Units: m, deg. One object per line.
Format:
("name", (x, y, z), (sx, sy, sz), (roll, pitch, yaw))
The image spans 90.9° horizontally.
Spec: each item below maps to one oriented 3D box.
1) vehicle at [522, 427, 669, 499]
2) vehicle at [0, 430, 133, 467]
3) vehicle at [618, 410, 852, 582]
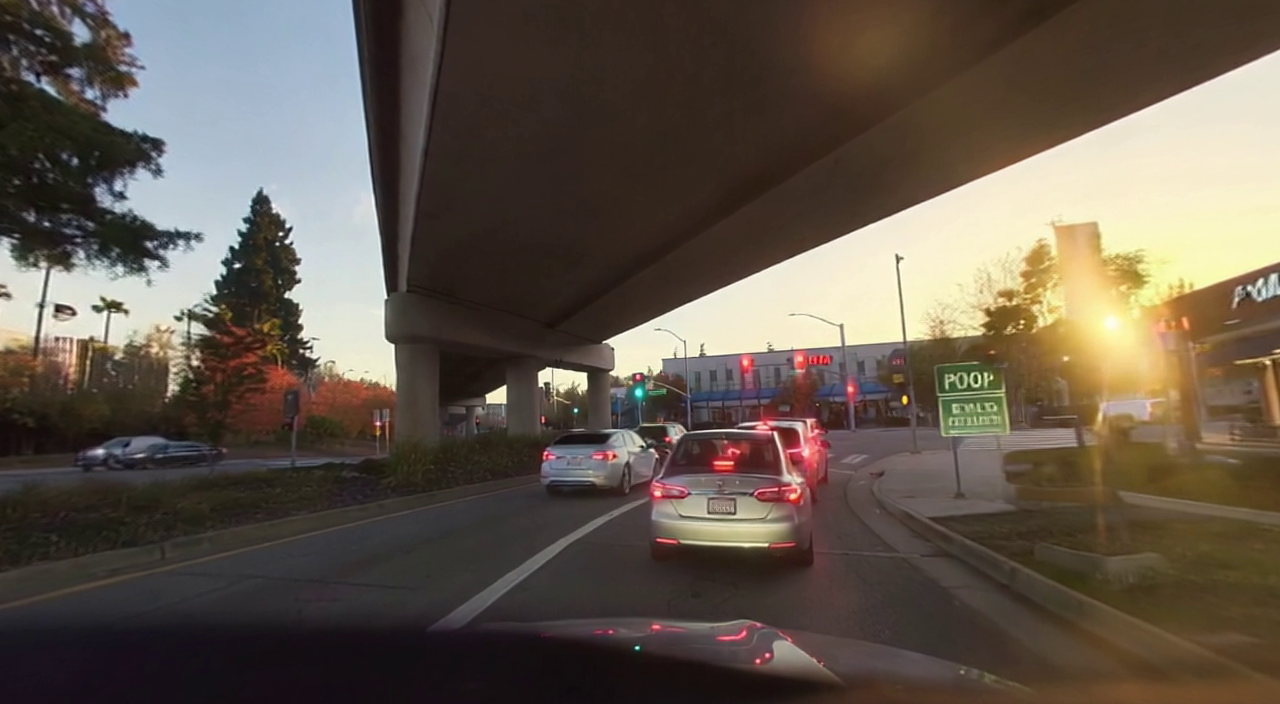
("vehicle", (-0.906, 2.758, 16.099), (2.214, 1.519, 4.704), (-3, -9, 17))
("vehicle", (-33.110, 5.549, 36.315), (5.457, 2.021, 2.213), (2, -9, -14))
("vehicle", (1.260, 1.670, 8.204), (2.195, 1.571, 4.353), (-2, -9, 10))
